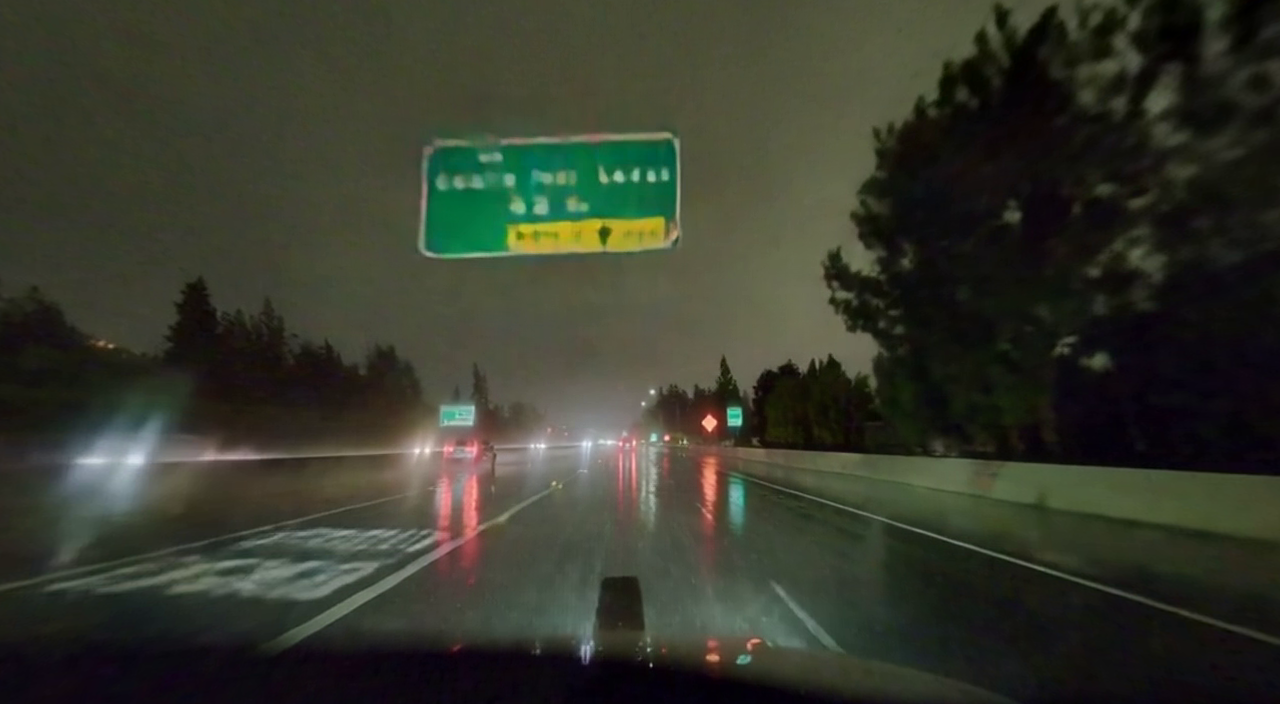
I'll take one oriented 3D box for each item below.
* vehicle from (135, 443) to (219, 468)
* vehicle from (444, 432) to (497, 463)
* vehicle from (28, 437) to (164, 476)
[{"bbox_3d":[-29.685,6.618,40.695,2.006,1.502,4.605,0,-8,-1],"label":"vehicle"},{"bbox_3d":[-11.592,6.581,43.579,2.270,1.936,5.190,0,-8,0],"label":"vehicle"},{"bbox_3d":[-22.672,4.361,26.562,1.829,1.513,4.359,0,-8,0],"label":"vehicle"}]
